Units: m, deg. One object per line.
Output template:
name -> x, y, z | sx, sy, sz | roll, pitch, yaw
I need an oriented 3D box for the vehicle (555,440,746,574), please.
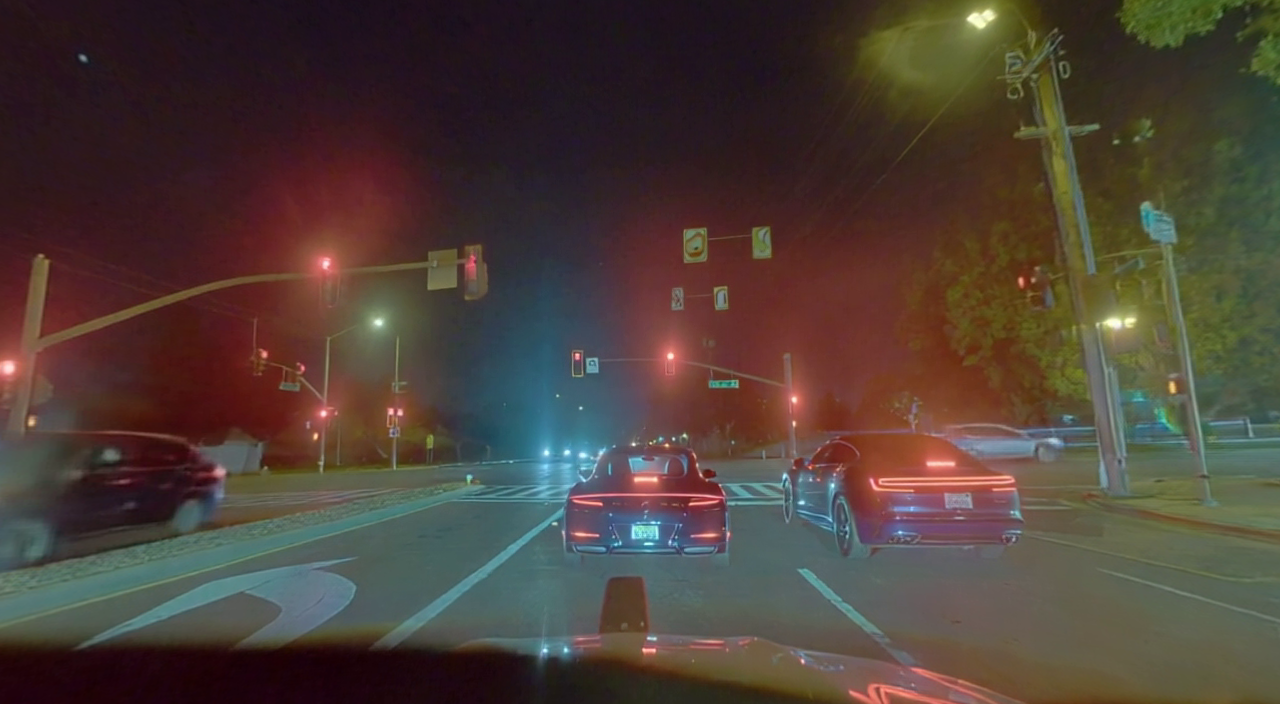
vehicle -> 0.120, 1.872, 8.390 | 1.945, 1.343, 3.827 | 0, -8, 1

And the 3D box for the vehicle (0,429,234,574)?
vehicle -> -8.382, 1.958, 8.818 | 2.091, 1.651, 4.870 | 0, -8, 1

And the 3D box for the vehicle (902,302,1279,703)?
vehicle -> 3.102, 0.808, 2.530 | 2.143, 1.759, 4.531 | 0, -8, 0
